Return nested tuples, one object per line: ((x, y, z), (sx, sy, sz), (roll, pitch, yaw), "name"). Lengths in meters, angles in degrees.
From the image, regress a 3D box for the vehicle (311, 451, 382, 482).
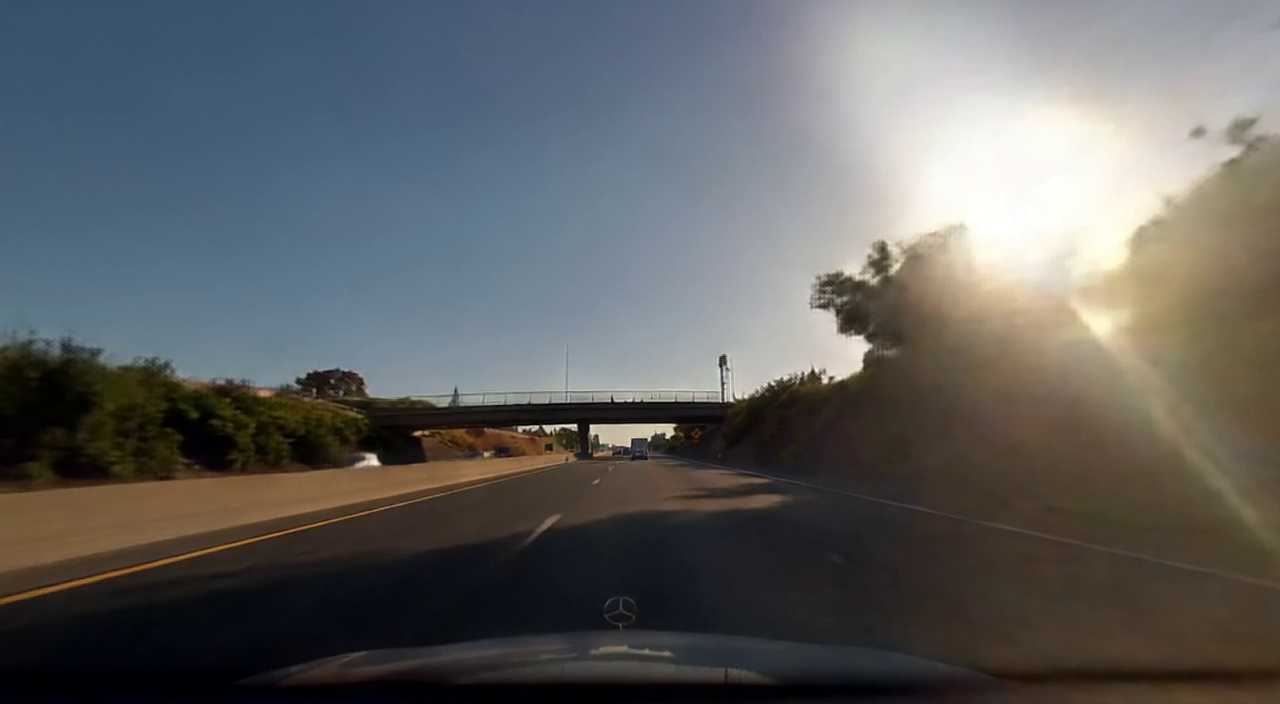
((-16.316, 6.359, 35.083), (1.873, 1.572, 4.257), (-1, -9, 1), "vehicle")
